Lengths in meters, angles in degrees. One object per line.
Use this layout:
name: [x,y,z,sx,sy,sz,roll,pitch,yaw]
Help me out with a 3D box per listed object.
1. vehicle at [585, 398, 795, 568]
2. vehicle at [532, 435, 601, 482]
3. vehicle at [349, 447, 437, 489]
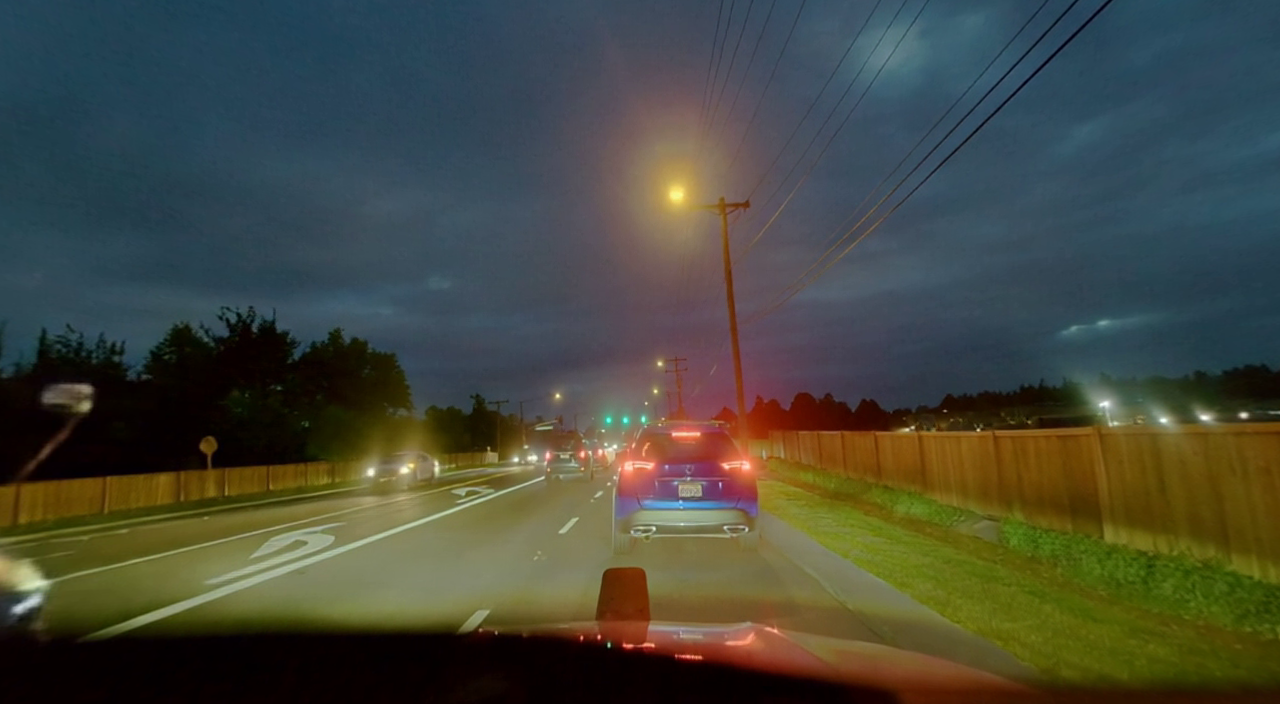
vehicle: [0.488,1.671,8.678,2.174,1.749,4.113,0,-9,-1]
vehicle: [-2.704,4.072,24.286,2.037,1.639,4.213,0,-9,2]
vehicle: [-11.827,5.548,30.620,2.187,1.863,5.152,0,-9,0]
